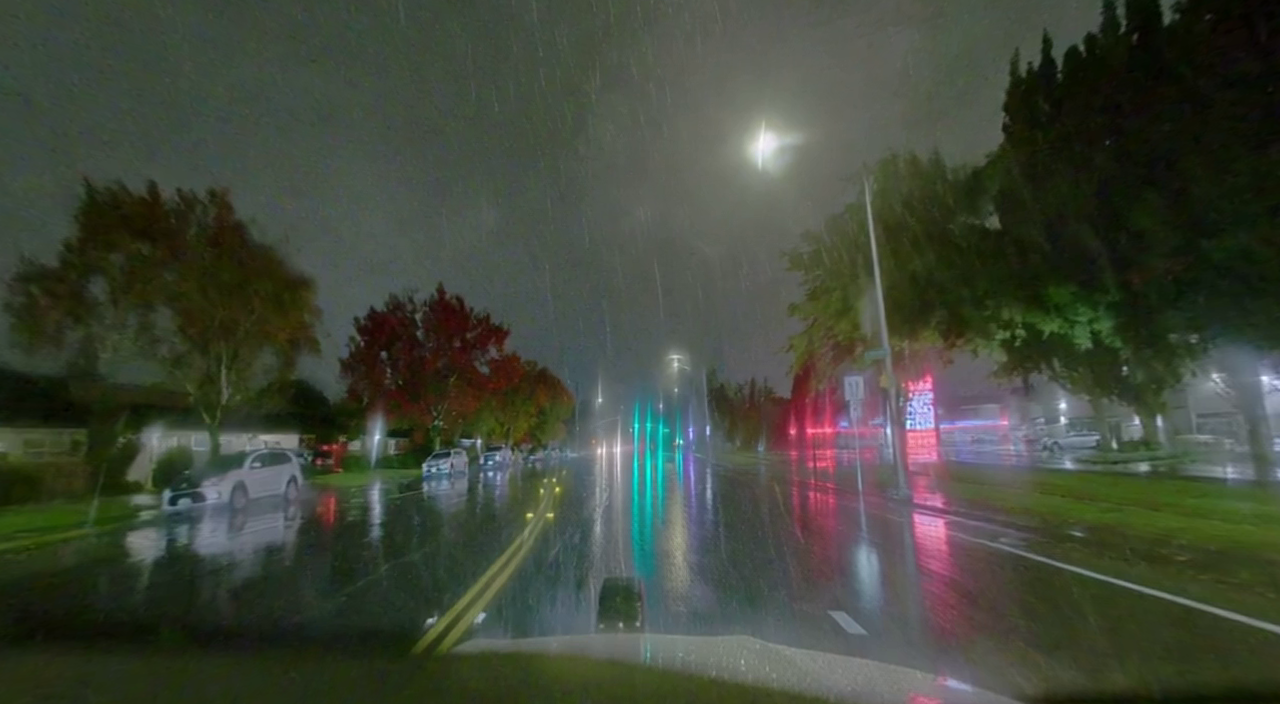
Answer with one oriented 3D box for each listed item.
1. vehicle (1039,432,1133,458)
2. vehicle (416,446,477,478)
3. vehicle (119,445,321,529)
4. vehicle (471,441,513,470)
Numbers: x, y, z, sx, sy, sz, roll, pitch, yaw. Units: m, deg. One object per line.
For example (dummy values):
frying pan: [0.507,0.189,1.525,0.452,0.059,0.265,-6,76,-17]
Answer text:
vehicle: [30.850,6.454,43.883,1.960,1.670,4.863,4,-9,-25]
vehicle: [-11.123,6.323,36.729,1.950,1.720,4.868,0,-8,1]
vehicle: [-11.098,3.530,17.308,2.135,1.802,4.910,-2,-7,1]
vehicle: [-10.993,7.702,47.238,2.015,1.884,4.488,-6,-8,-2]
